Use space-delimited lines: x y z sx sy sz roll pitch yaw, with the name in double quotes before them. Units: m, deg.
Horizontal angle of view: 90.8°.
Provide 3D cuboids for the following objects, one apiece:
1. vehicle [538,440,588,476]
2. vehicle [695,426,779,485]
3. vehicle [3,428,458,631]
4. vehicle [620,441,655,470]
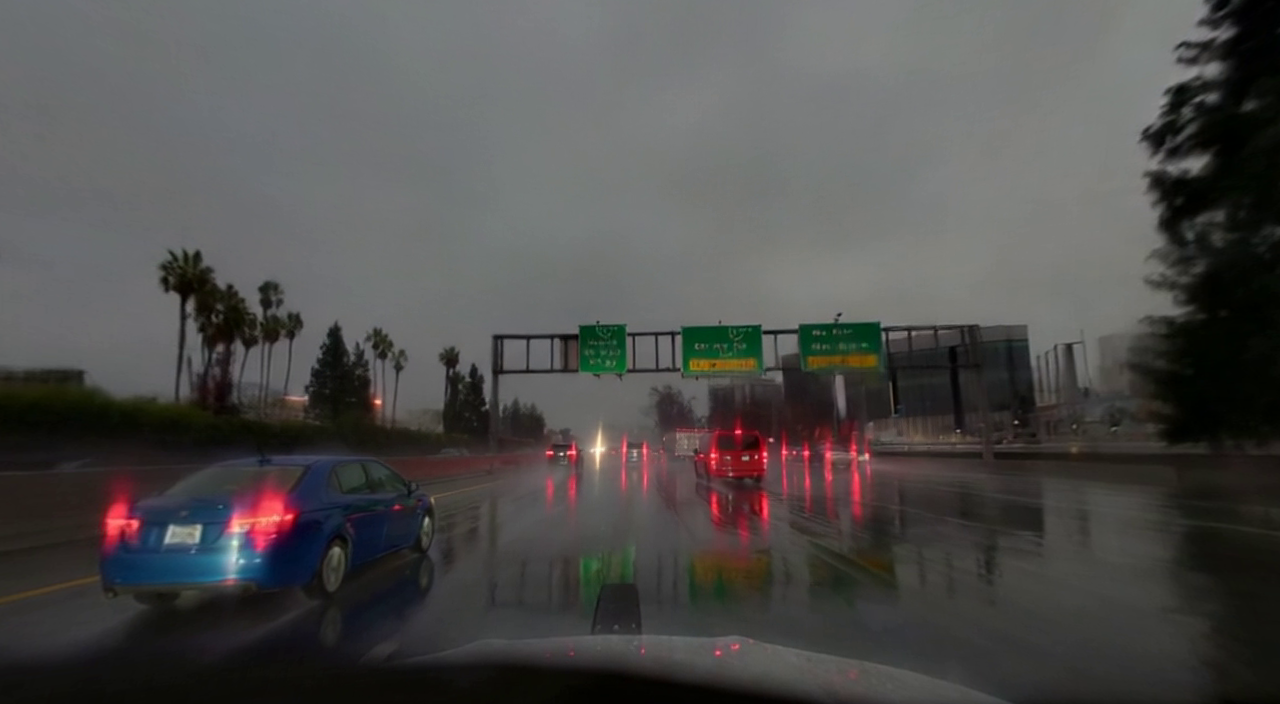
"vehicle" -4.082 5.741 34.411 2.109 1.793 4.613 0 -9 0
"vehicle" 3.646 4.062 25.021 2.250 2.074 5.723 0 -9 -2
"vehicle" -3.633 1.637 6.870 1.991 1.469 4.381 0 -9 0
"vehicle" -0.208 6.756 41.493 2.212 1.786 4.198 0 -9 -1
